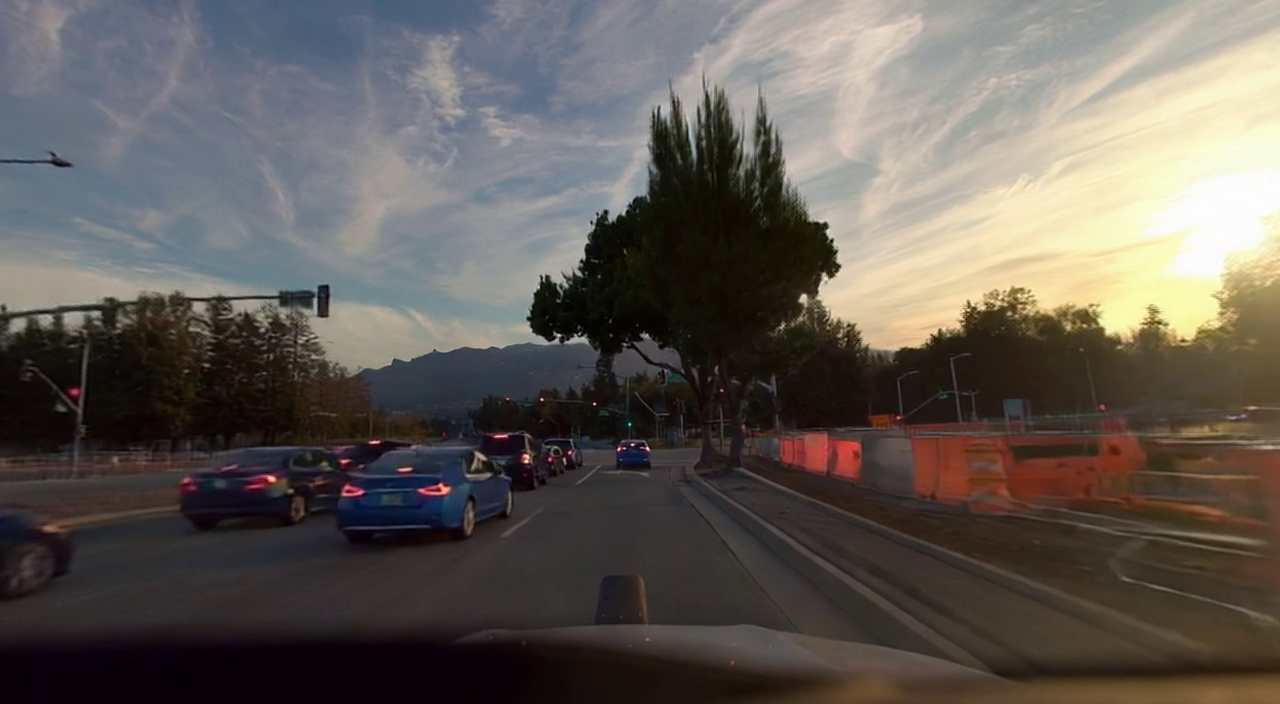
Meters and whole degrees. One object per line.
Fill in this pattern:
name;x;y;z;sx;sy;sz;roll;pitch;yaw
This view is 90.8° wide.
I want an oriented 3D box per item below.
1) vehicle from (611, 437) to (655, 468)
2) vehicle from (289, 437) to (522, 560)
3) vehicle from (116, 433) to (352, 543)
vehicle;-0.388;5.330;33.485;2.183;1.506;4.286;0;-9;-1
vehicle;-3.283;2.118;9.901;2.042;1.441;4.172;-1;-9;0
vehicle;-7.919;2.640;12.967;1.949;1.697;4.406;-4;-9;0
